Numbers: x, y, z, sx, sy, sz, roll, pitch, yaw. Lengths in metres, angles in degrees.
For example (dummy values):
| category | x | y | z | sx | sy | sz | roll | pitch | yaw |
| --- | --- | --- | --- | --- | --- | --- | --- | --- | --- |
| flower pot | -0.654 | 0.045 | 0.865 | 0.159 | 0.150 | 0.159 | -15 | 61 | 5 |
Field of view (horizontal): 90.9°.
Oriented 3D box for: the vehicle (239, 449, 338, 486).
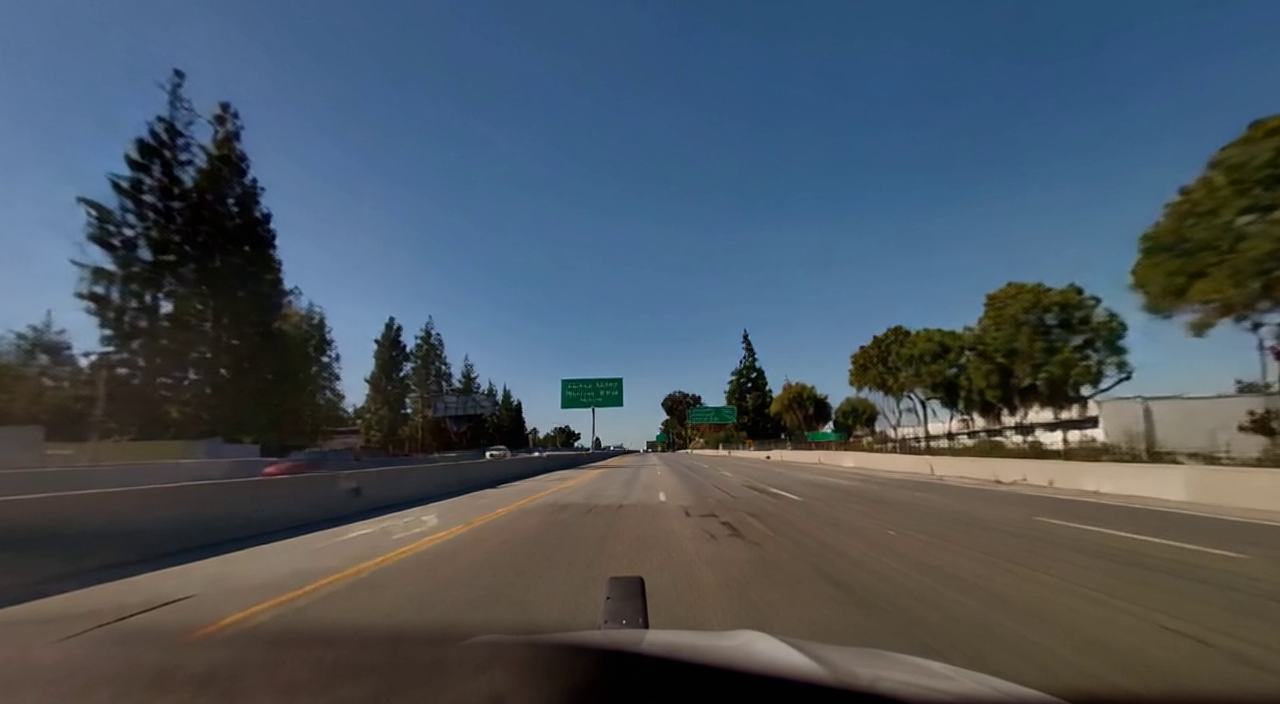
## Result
| category | x | y | z | sx | sy | sz | roll | pitch | yaw |
| --- | --- | --- | --- | --- | --- | --- | --- | --- | --- |
| vehicle | -16.258 | 5.326 | 29.482 | 1.830 | 1.527 | 4.504 | -1 | -8 | 4 |
